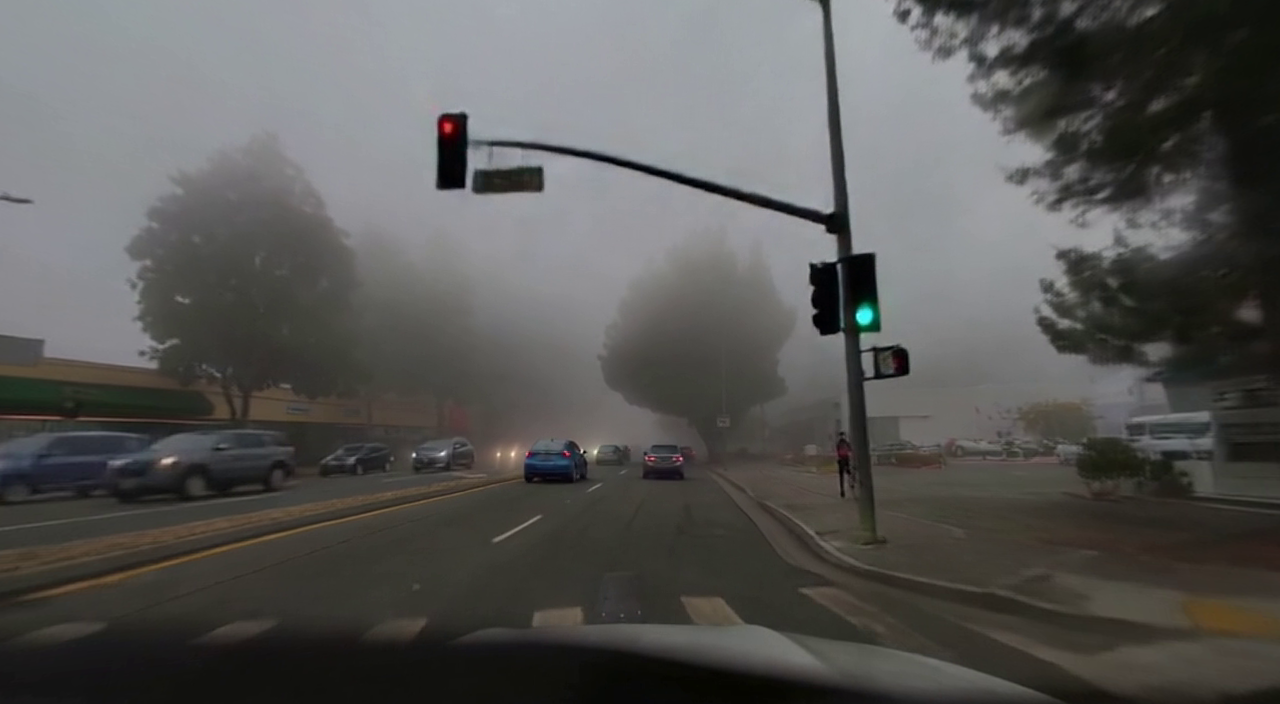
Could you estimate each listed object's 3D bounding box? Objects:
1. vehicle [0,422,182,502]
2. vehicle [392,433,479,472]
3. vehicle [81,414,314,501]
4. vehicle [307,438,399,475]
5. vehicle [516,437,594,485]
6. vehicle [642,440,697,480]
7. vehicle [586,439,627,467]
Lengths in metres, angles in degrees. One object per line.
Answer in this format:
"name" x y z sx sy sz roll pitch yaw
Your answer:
"vehicle" -14.581 2.767 16.268 1.961 1.731 4.450 0 -9 4
"vehicle" -9.487 4.710 29.781 2.175 1.684 4.475 -1 -9 6
"vehicle" -10.950 2.658 16.261 2.221 1.856 4.847 0 -9 4
"vehicle" -13.017 4.751 28.981 1.864 1.560 4.317 0 -9 5
"vehicle" -2.814 3.721 21.932 1.921 1.477 4.083 0 -9 3
"vehicle" 1.184 4.420 26.082 2.085 1.475 3.976 0 -9 1
"vehicle" -1.884 5.889 36.911 1.887 1.517 4.254 0 -9 4
